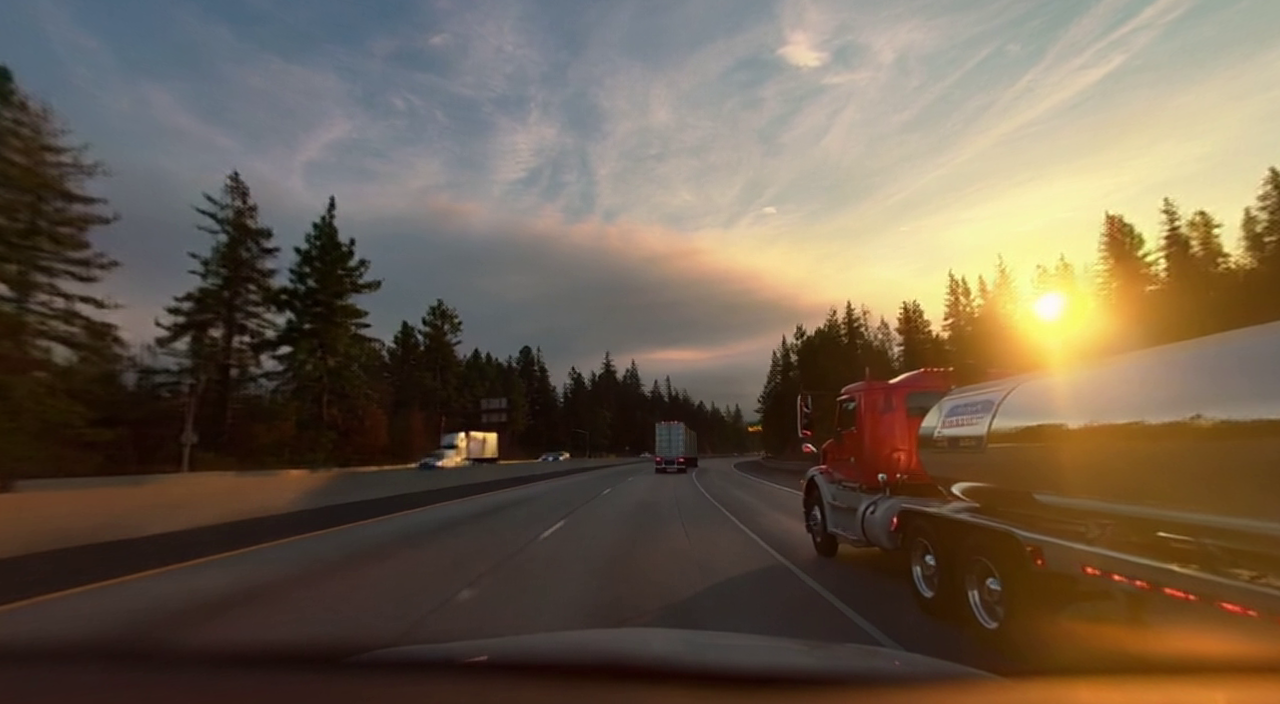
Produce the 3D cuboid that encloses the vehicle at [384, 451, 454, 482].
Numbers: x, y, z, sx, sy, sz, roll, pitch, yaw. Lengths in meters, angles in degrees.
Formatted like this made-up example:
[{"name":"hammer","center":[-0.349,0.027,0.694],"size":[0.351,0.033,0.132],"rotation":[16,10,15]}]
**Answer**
[{"name":"vehicle","center":[-12.161,6.310,35.011],"size":[1.985,1.526,4.645],"rotation":[-1,-8,3]}]
